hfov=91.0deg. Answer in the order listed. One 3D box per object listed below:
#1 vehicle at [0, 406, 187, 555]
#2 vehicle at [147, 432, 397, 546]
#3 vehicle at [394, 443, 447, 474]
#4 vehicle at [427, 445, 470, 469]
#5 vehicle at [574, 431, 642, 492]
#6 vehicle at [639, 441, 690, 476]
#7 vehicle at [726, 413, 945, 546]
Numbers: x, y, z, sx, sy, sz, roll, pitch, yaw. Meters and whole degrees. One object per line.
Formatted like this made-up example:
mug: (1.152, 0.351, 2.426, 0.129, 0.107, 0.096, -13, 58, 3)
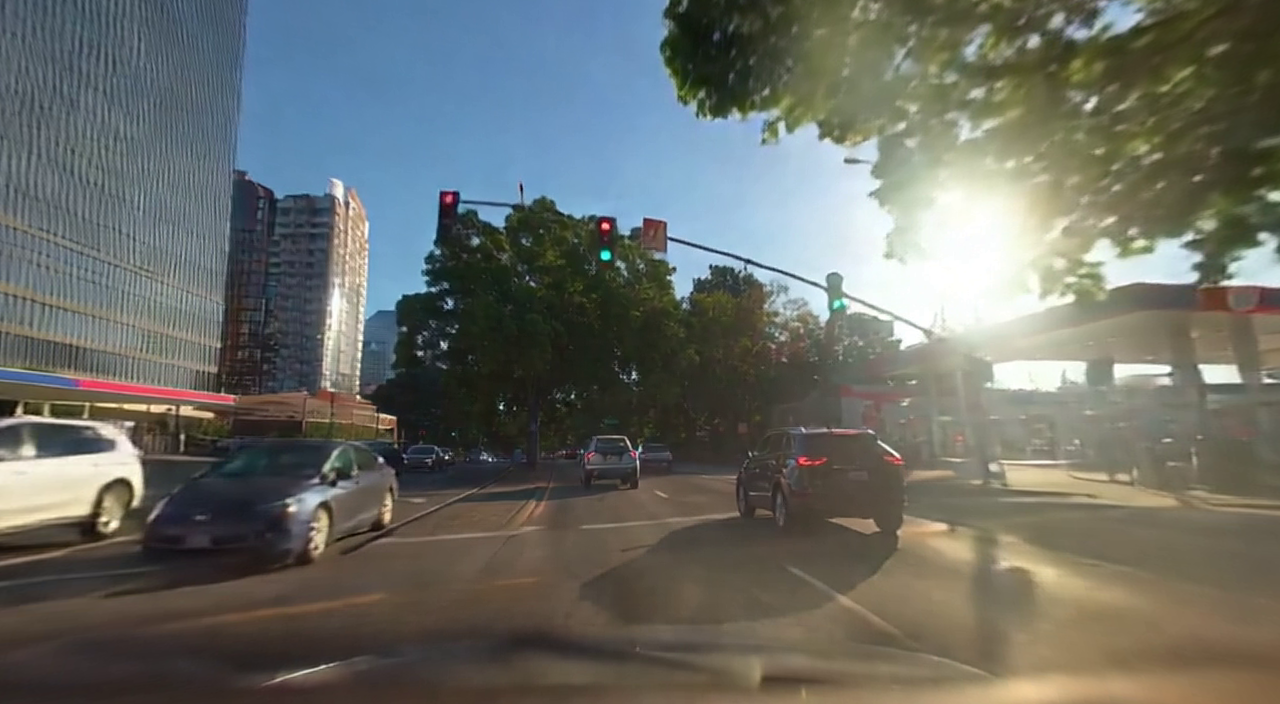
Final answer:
vehicle: (-8.743, 1.717, 8.736, 1.992, 1.755, 4.283, 1, -8, -6)
vehicle: (-5.775, 2.151, 10.676, 1.987, 1.505, 4.337, 1, -8, -6)
vehicle: (-11.002, 5.354, 31.796, 1.665, 1.442, 3.720, 1, -8, -6)
vehicle: (-12.351, 6.742, 40.849, 1.872, 1.439, 4.507, 1, -8, -7)
vehicle: (-1.159, 3.578, 20.993, 2.051, 1.798, 4.168, 1, -8, -6)
vehicle: (1.114, 5.104, 30.479, 1.800, 1.592, 3.658, 1, -8, -8)
vehicle: (2.910, 2.003, 10.546, 2.000, 1.745, 4.206, 1, -8, -5)
